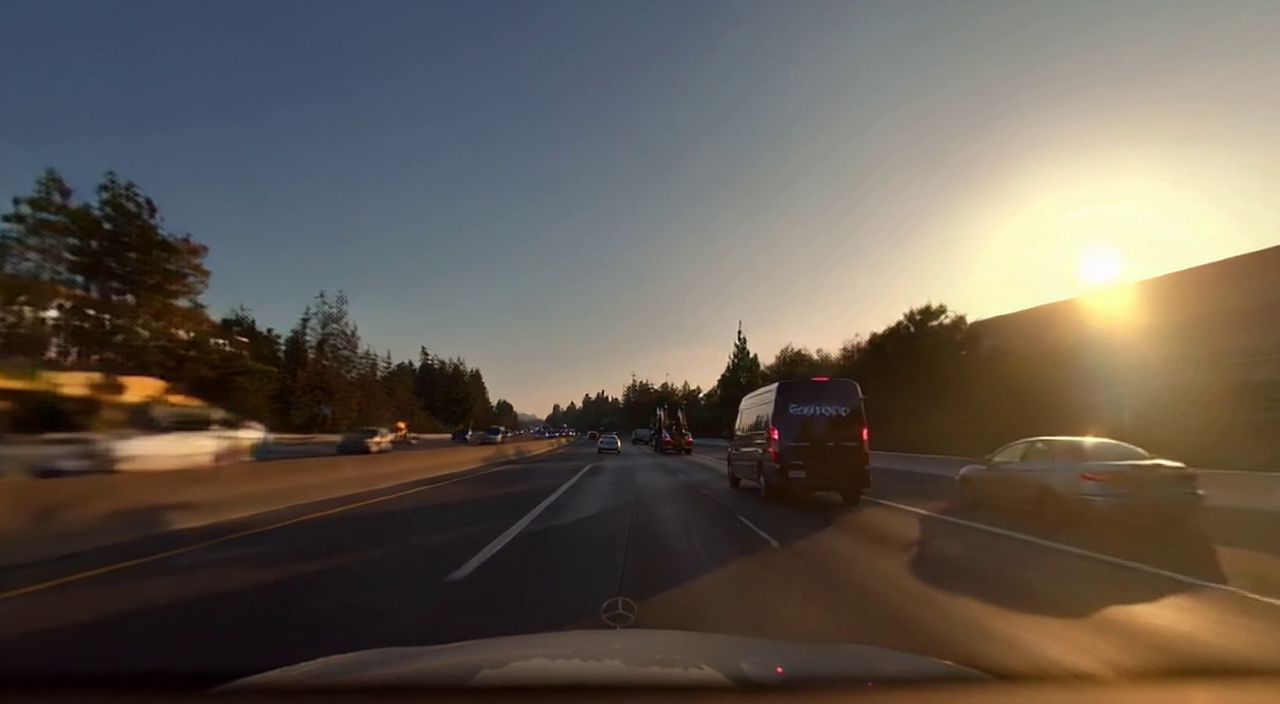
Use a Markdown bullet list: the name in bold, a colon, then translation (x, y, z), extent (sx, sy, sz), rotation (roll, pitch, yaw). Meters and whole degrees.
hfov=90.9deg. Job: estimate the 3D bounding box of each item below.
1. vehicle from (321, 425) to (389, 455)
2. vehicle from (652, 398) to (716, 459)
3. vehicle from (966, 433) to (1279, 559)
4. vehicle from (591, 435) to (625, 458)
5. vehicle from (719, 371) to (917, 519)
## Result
- **vehicle**: translation (-15.458, 4.785, 34.398), extent (1.855, 1.532, 3.997), rotation (0, -8, -1)
- **vehicle**: translation (2.808, 5.441, 44.062), extent (2.912, 3.738, 10.123), rotation (1, -8, -5)
- **vehicle**: translation (7.380, 2.055, 9.925), extent (1.925, 1.490, 4.631), rotation (0, -8, -1)
- **vehicle**: translation (-2.167, 6.500, 43.650), extent (2.217, 1.502, 4.222), rotation (0, -8, -2)
- **vehicle**: translation (3.394, 1.974, 13.709), extent (2.386, 2.509, 5.880), rotation (0, -8, -2)
